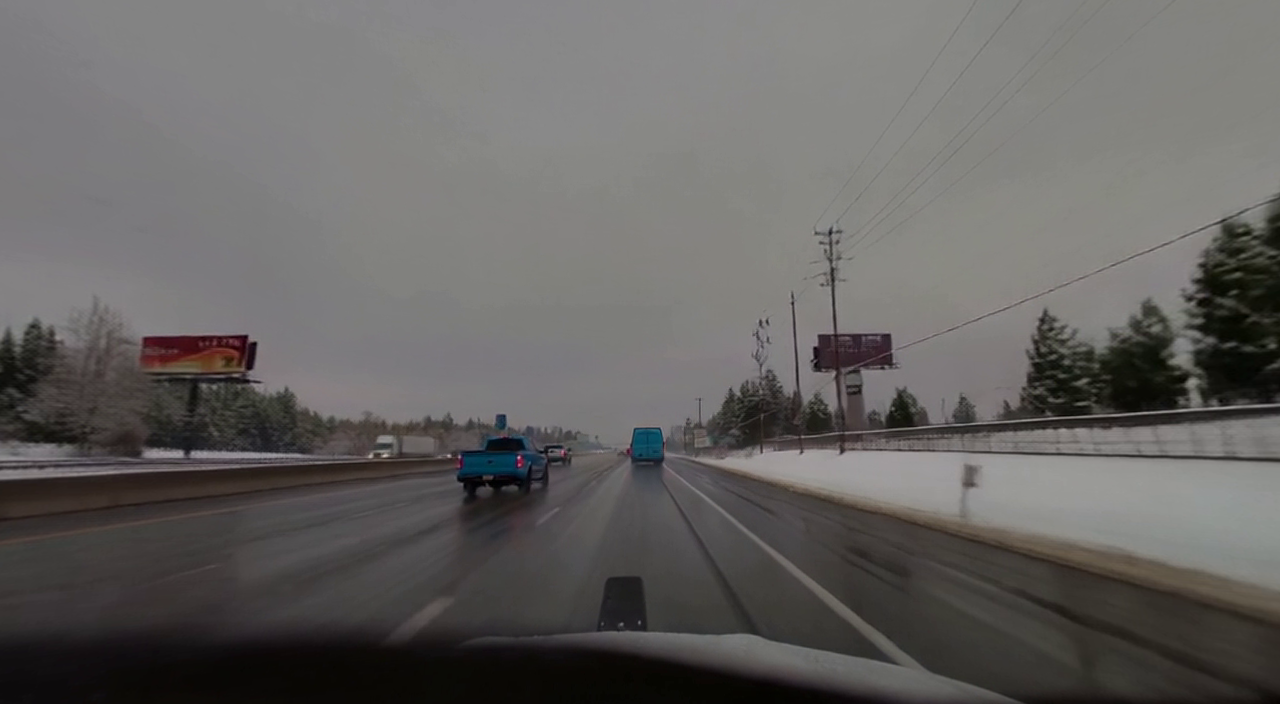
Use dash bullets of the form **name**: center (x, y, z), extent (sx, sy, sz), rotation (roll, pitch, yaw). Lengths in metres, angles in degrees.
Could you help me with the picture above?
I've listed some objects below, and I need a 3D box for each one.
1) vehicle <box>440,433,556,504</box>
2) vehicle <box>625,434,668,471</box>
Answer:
- **vehicle**: center (-3.851, 3.265, 18.035), extent (2.145, 1.730, 4.729), rotation (0, -9, 1)
- **vehicle**: center (0.412, 6.720, 42.263), extent (2.692, 2.279, 5.695), rotation (0, -9, 0)
